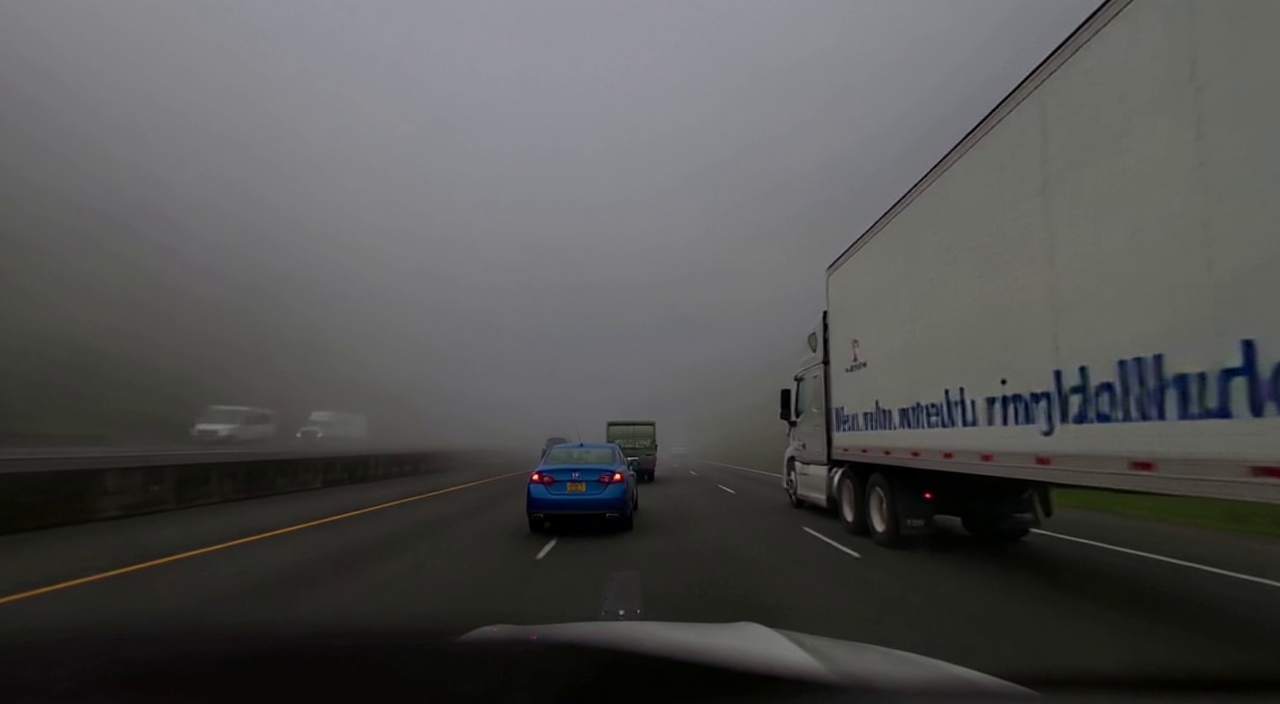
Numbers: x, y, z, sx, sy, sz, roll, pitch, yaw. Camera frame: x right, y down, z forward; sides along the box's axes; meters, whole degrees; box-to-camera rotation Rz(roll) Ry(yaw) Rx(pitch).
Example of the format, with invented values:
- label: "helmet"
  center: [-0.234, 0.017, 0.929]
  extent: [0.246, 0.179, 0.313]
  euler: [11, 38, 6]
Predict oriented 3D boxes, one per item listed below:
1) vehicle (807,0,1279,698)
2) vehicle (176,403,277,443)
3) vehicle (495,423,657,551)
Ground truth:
- label: "vehicle"
  center: [4.891, 0.181, 5.691]
  extent: [2.825, 4.043, 14.051]
  euler: [0, -9, 0]
- label: "vehicle"
  center: [-22.277, 3.947, 34.179]
  extent: [2.075, 1.926, 5.266]
  euler: [0, -9, -3]
- label: "vehicle"
  center: [-0.769, 1.995, 9.862]
  extent: [2.038, 1.582, 3.729]
  euler: [-1, -9, 1]
